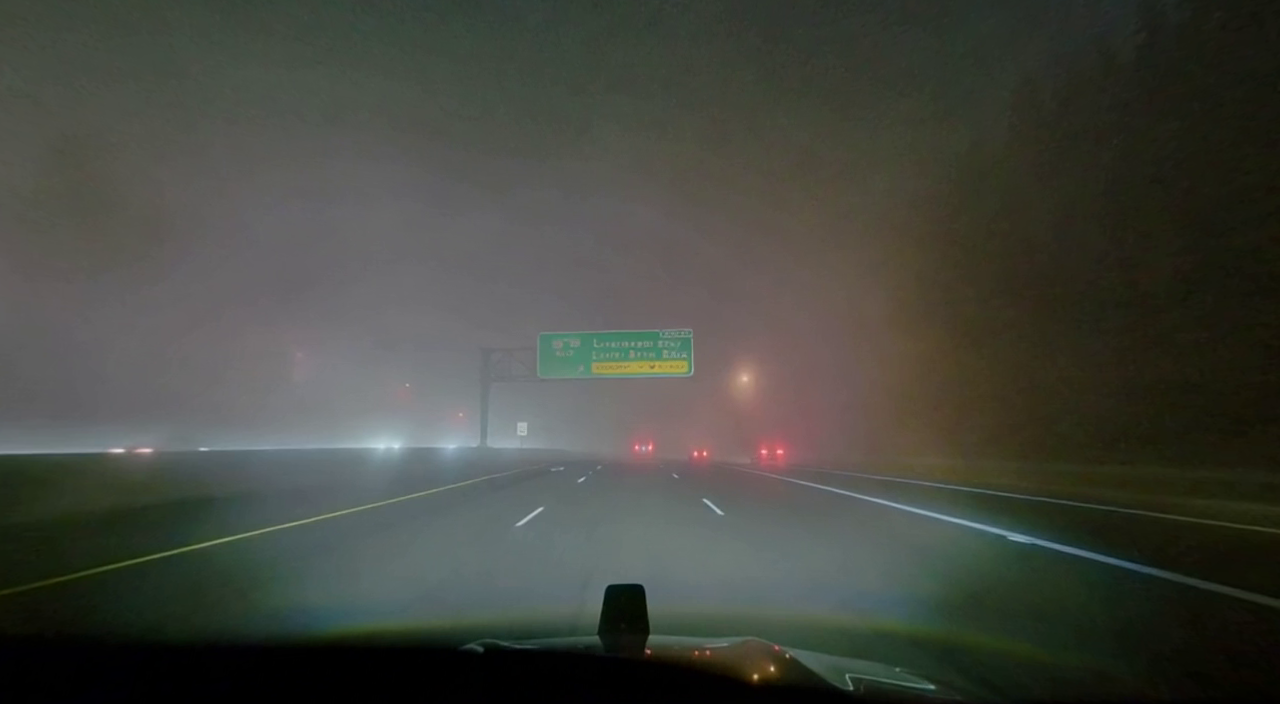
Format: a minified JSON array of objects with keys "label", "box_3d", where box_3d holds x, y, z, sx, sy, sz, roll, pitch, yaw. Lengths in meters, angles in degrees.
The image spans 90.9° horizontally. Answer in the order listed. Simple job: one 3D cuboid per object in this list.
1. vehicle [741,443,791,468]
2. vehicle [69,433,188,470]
[{"label":"vehicle","box_3d":[7.971,6.590,40.335,2.031,1.524,4.657,0,-8,-3]},{"label":"vehicle","box_3d":[-25.509,4.996,31.704,2.145,1.695,4.572,0,-8,-1]}]
